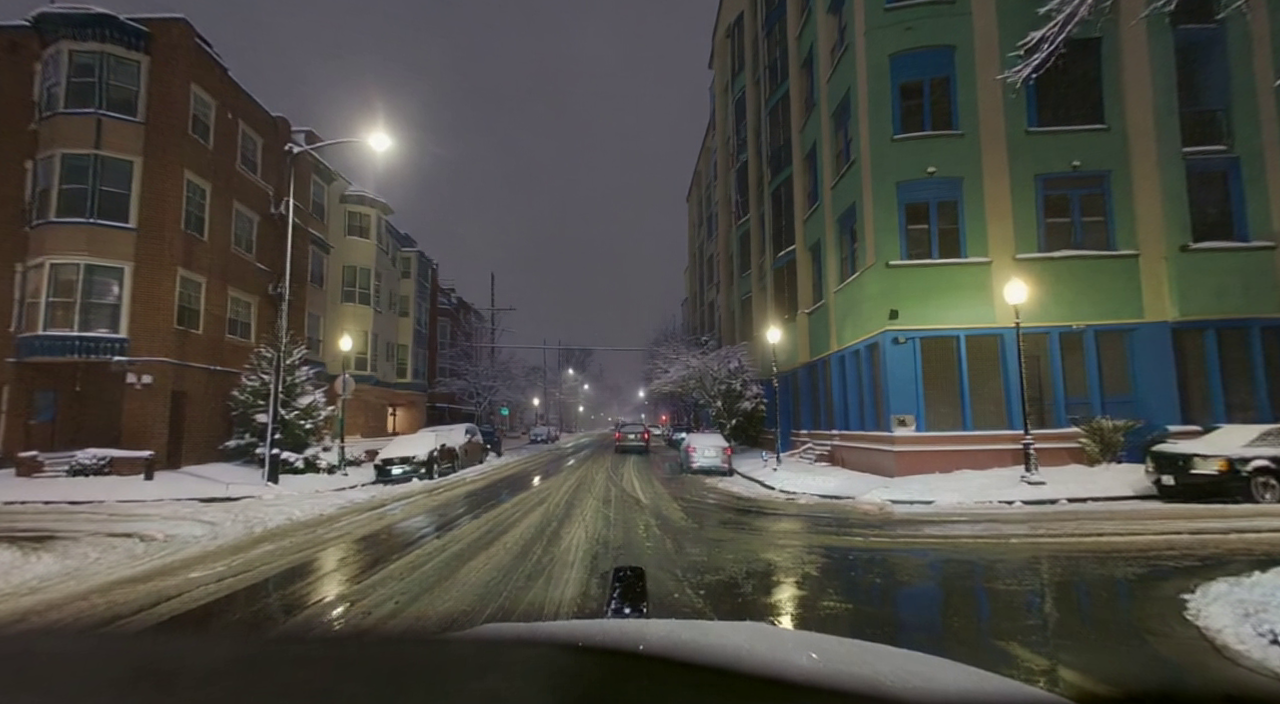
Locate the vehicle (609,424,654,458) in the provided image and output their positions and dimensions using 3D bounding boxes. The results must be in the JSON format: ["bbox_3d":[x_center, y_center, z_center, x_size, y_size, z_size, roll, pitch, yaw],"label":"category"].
[{"bbox_3d":[-0.486,5.159,36.493,2.412,1.834,4.636,0,-8,0],"label":"vehicle"}]

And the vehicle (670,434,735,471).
[{"bbox_3d":[2.560,4.300,27.091,2.290,1.456,4.503,0,-9,-1],"label":"vehicle"}]

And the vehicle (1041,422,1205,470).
[{"bbox_3d":[15.288,3.011,20.126,3.752,1.453,1.709,0,-9,2],"label":"vehicle"}]

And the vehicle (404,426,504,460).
[{"bbox_3d":[-11.429,5.594,38.878,5.540,1.950,2.113,4,-12,-28],"label":"vehicle"}]
